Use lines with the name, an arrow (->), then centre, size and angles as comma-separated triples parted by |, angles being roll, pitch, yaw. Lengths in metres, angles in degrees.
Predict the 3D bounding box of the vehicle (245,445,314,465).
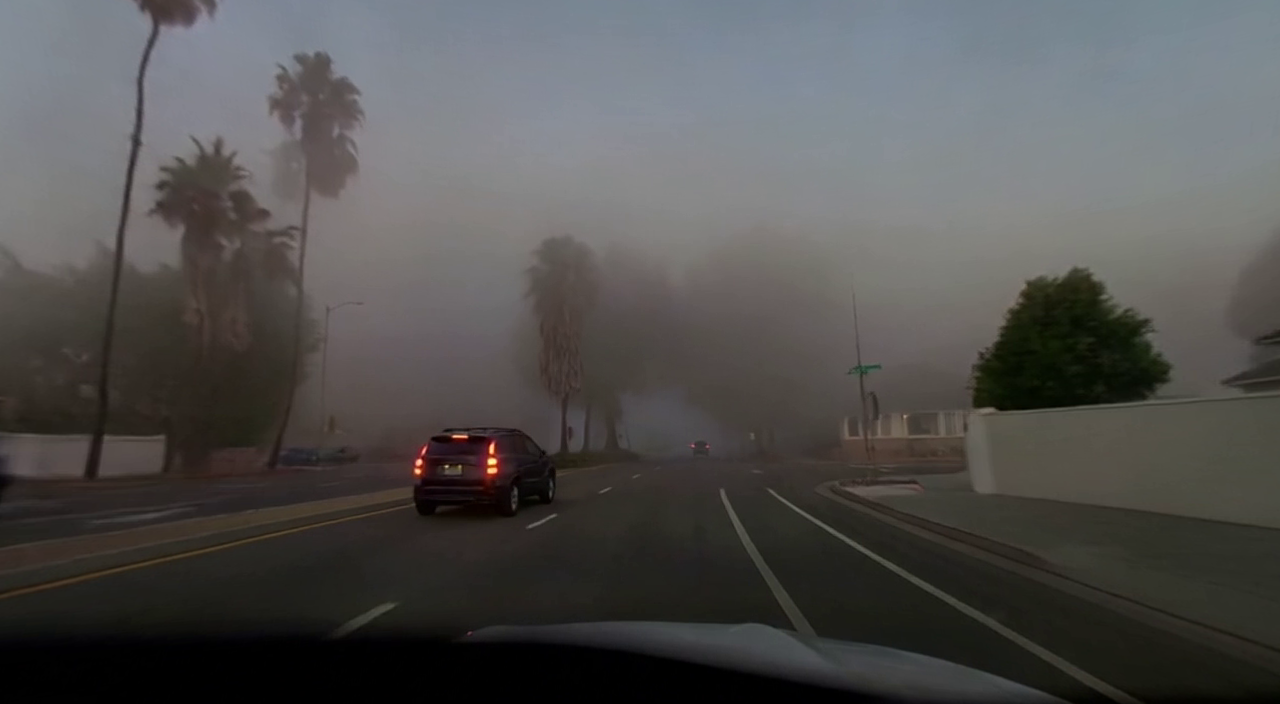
vehicle -> -28.222, 8.020, 49.359 | 4.447, 1.484, 1.845 | -1, -8, 10

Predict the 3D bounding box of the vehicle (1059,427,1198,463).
vehicle -> 20.985, 4.026, 27.343 | 4.318, 1.451, 1.915 | -4, -9, 23

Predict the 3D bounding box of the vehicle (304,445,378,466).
vehicle -> -22.681, 7.831, 47.877 | 4.776, 1.491, 1.991 | -2, -8, 11

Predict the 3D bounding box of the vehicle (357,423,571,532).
vehicle -> -2.749, 2.107, 11.255 | 2.075, 1.498, 4.730 | -1, -8, 5
